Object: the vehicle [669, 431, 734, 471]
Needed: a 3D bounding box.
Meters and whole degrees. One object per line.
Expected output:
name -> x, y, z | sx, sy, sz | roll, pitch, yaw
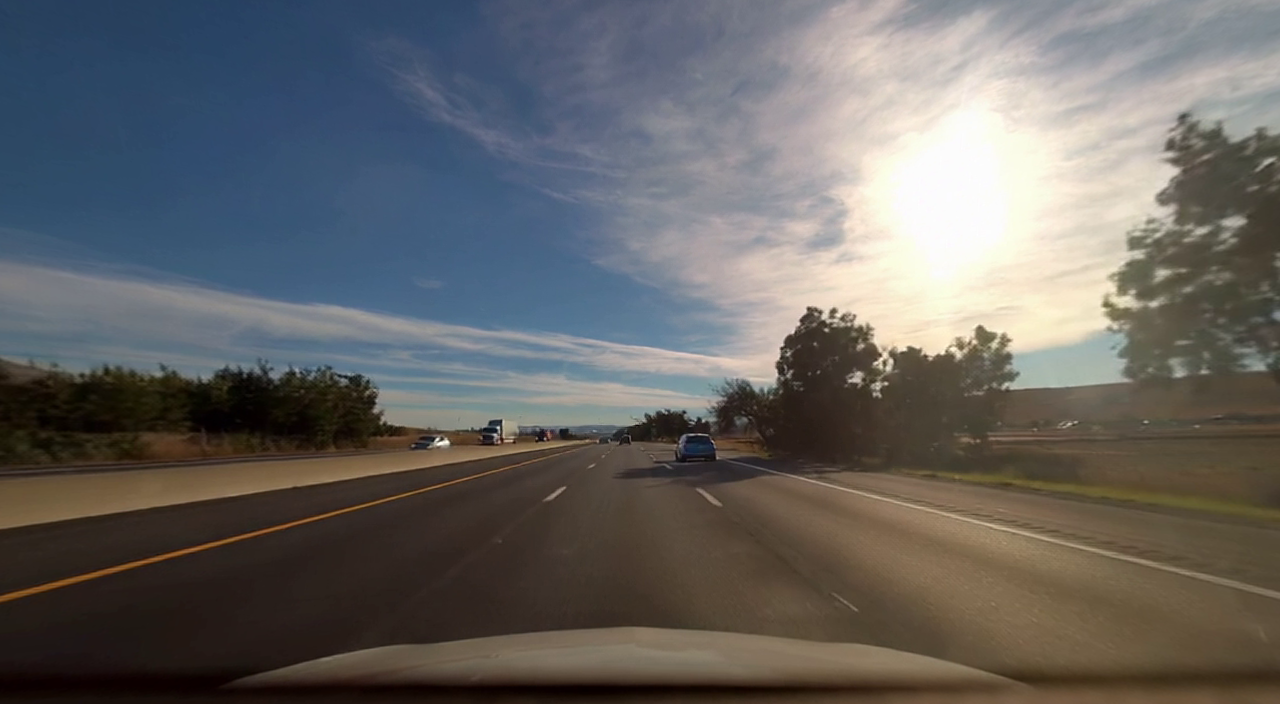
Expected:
vehicle -> 2.701, 4.507, 28.798 | 2.349, 1.651, 4.161 | 0, -8, -2
